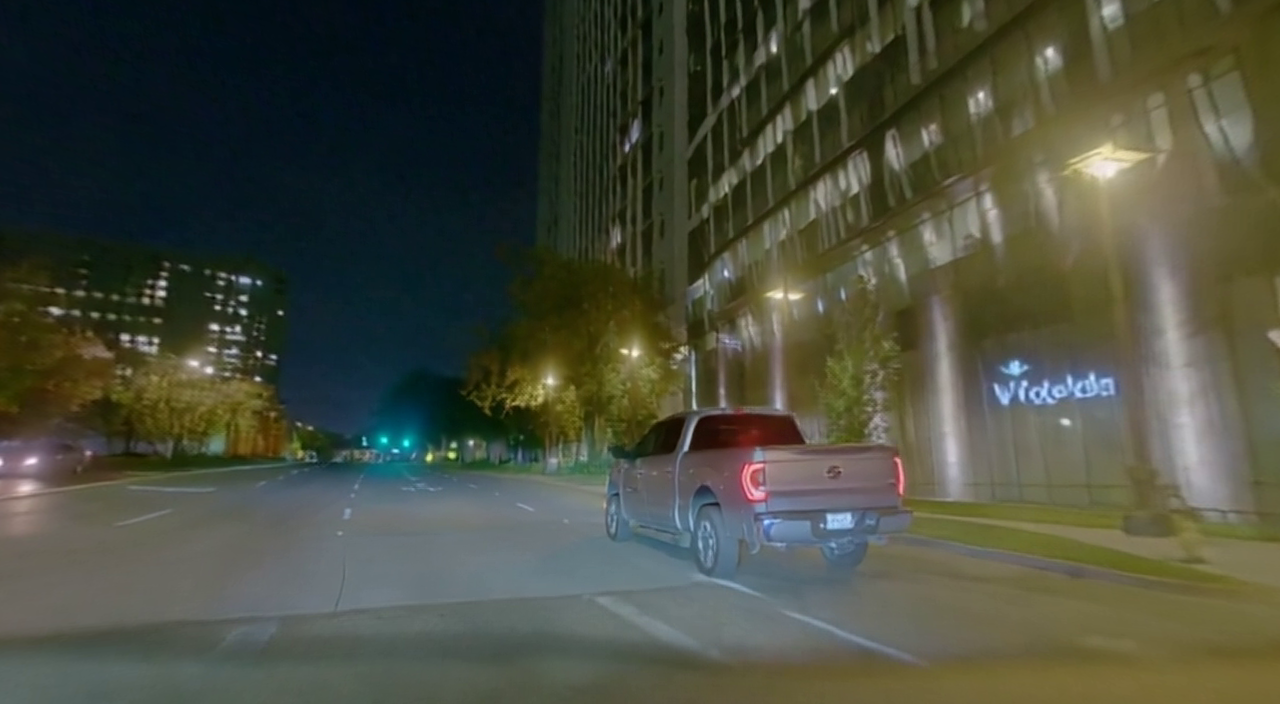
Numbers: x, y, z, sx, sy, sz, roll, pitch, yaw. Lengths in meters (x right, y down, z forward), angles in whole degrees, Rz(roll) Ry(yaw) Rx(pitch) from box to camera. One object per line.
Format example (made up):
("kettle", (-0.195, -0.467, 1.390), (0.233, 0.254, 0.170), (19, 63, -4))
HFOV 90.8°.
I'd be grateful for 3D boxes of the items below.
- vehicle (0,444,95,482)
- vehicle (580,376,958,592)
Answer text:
("vehicle", (-29.789, 5.615, 31.835), (2.037, 1.725, 4.632), (5, -11, -23))
("vehicle", (1.109, 1.730, 8.751), (2.402, 1.922, 5.677), (5, -11, -20))
